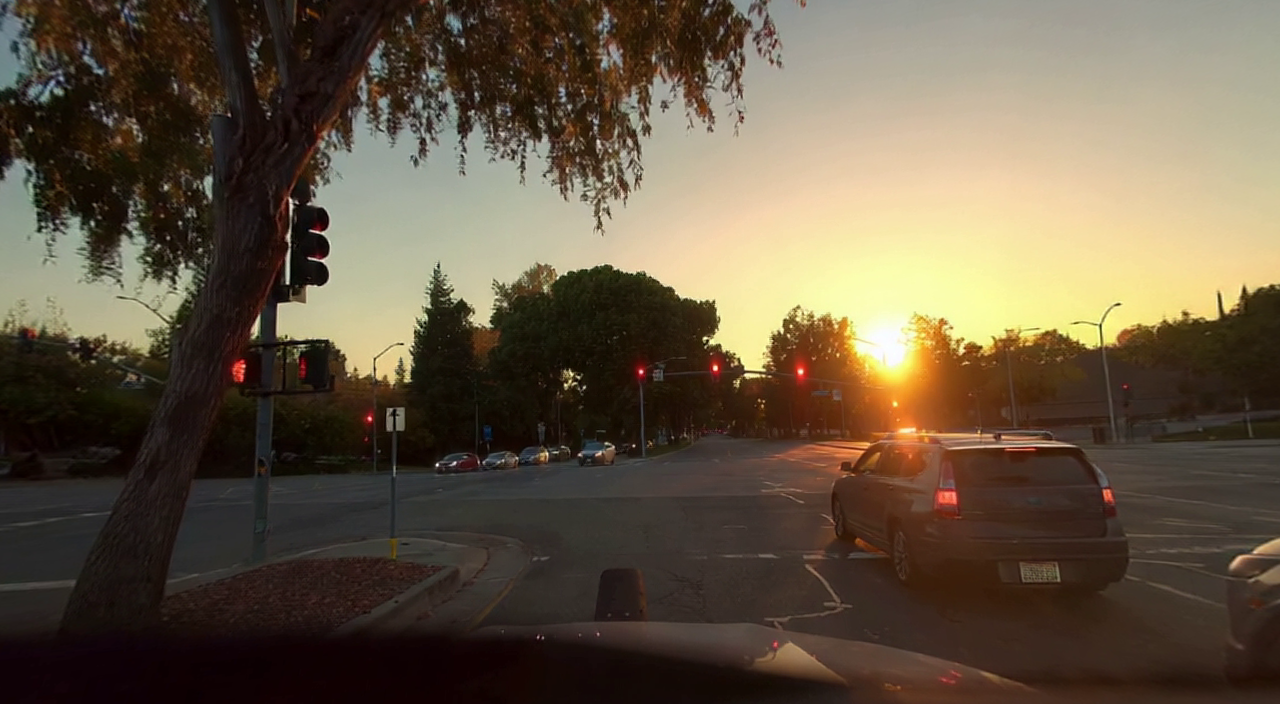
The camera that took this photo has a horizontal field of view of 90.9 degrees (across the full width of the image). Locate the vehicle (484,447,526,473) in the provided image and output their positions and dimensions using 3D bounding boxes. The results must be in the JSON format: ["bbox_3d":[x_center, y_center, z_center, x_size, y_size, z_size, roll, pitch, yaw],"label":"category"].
[{"bbox_3d":[-9.771,7.826,45.919,2.064,1.725,4.243,0,-9,1],"label":"vehicle"}]

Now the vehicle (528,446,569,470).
[{"bbox_3d":[-6.534,7.609,45.509,2.126,1.657,4.307,-1,-9,3],"label":"vehicle"}]

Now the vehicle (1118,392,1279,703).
[{"bbox_3d":[3.059,0.622,0.420,1.978,1.468,4.544,0,-9,1],"label":"vehicle"}]

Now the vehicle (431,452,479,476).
[{"bbox_3d":[-13.405,8.115,45.993,2.101,1.637,4.304,0,-9,1],"label":"vehicle"}]
